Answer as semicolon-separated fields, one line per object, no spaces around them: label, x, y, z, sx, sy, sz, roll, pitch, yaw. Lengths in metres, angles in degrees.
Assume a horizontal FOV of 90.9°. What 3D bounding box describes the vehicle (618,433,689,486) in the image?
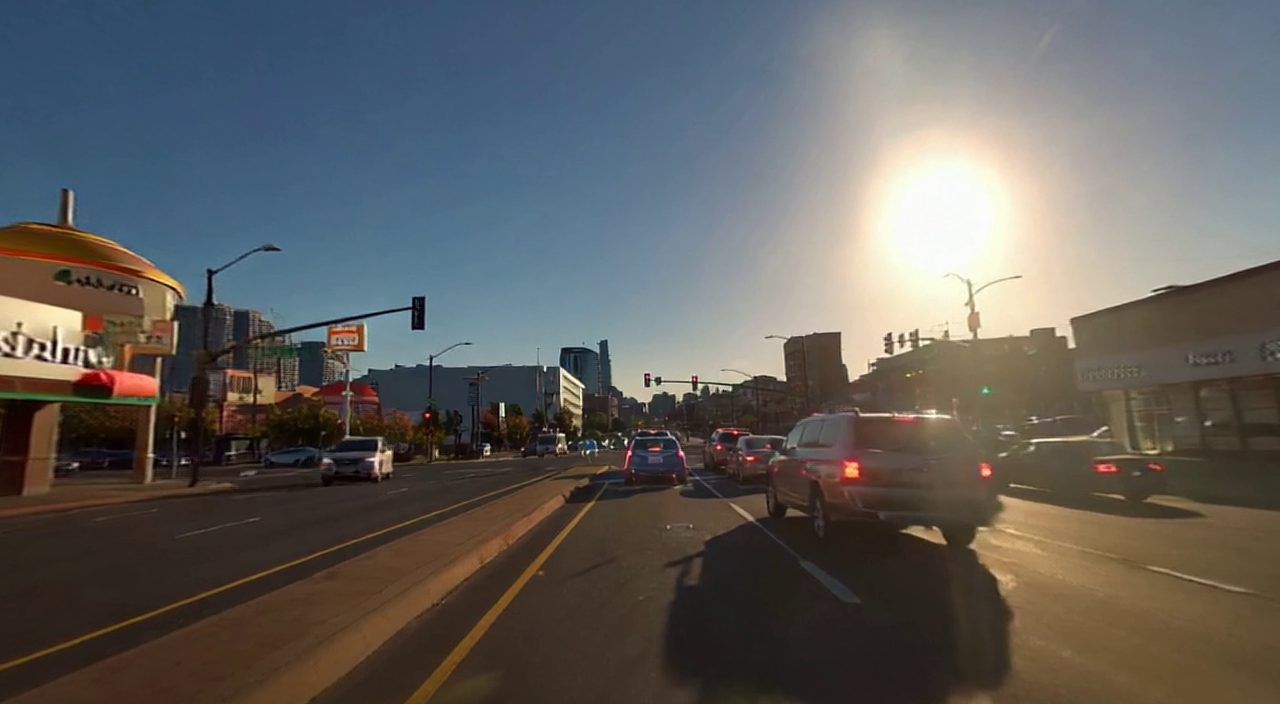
vehicle;0.361;3.404;20.237;2.073;1.496;3.892;0;-8;-1

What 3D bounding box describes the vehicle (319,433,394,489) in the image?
vehicle;-9.926;3.786;22.351;2.106;1.751;4.554;3;-9;-21

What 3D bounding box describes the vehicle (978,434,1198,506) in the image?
vehicle;10.592;2.805;15.497;1.881;1.463;4.726;0;-8;-1

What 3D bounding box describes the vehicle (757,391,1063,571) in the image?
vehicle;3.162;1.648;8.840;2.038;1.787;4.946;0;-8;-1
